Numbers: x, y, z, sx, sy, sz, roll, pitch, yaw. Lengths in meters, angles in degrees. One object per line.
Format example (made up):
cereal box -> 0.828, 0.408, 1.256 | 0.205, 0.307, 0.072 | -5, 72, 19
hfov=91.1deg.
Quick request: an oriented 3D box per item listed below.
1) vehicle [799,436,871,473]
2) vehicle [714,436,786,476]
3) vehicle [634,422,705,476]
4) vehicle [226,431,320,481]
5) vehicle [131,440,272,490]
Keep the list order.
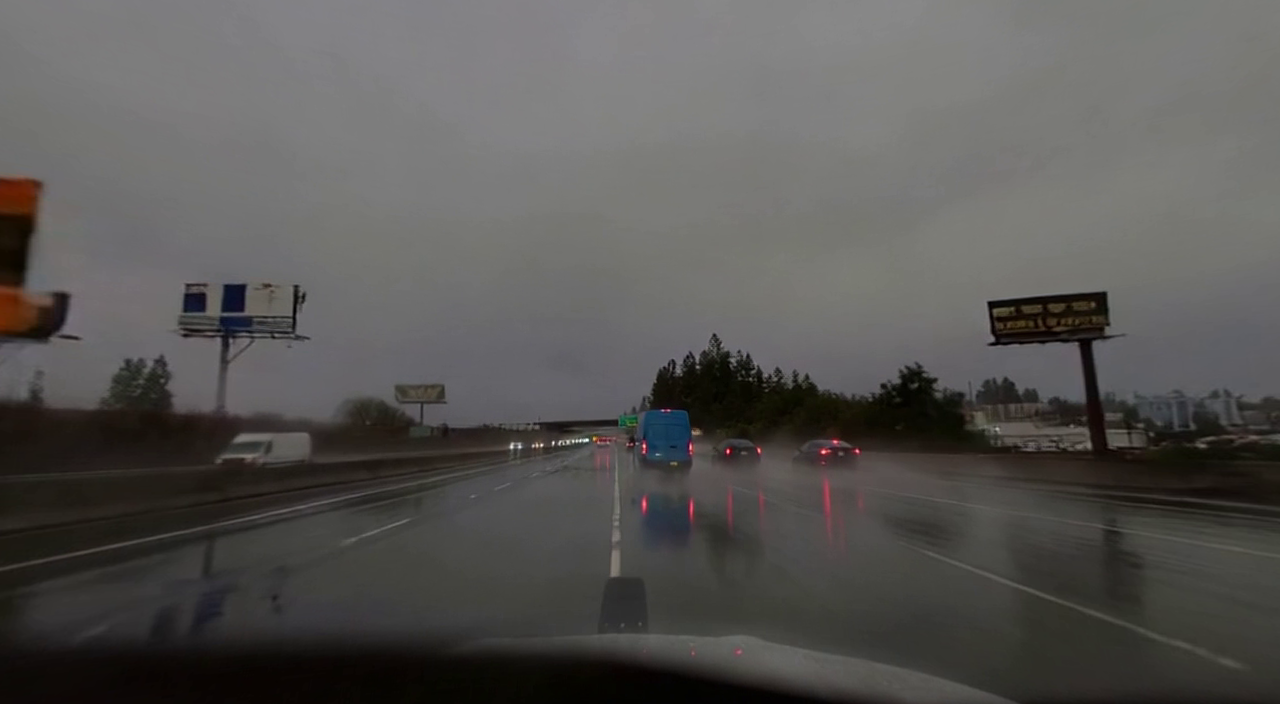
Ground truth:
vehicle -> 8.620, 4.551, 28.029 | 1.874, 1.496, 3.586 | 0, -8, -3
vehicle -> 4.442, 4.270, 25.944 | 2.099, 1.510, 3.784 | 0, -8, -3
vehicle -> 1.126, 4.195, 27.359 | 2.546, 2.087, 5.404 | 0, -8, -3
vehicle -> -20.829, 5.910, 35.993 | 2.527, 2.527, 5.020 | -3, -8, -2
vehicle -> -20.654, 5.310, 30.073 | 2.690, 2.013, 5.924 | -1, -8, -3
